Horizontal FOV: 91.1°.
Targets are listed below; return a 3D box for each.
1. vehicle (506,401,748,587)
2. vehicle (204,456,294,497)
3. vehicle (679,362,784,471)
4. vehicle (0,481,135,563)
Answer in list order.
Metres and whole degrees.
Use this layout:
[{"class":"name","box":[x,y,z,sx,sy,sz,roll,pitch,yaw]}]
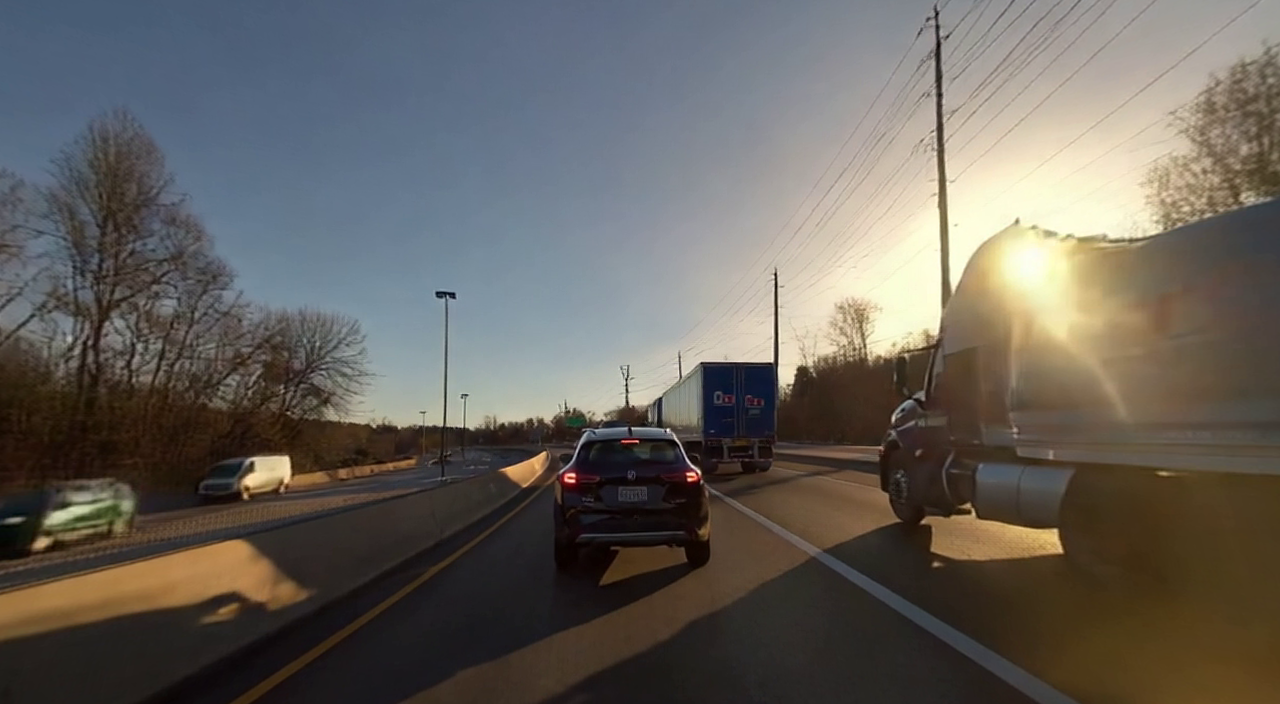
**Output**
[{"class":"vehicle","box":[-0.150,1.481,7.412,2.062,1.581,3.914,0,-8,-1]},{"class":"vehicle","box":[-21.264,6.744,34.456,2.081,1.900,4.823,0,-8,-4]},{"class":"vehicle","box":[3.559,2.899,26.977,2.835,3.872,8.916,0,-8,-2]},{"class":"vehicle","box":[-15.261,4.193,15.903,1.770,1.521,4.077,1,-8,-4]}]
